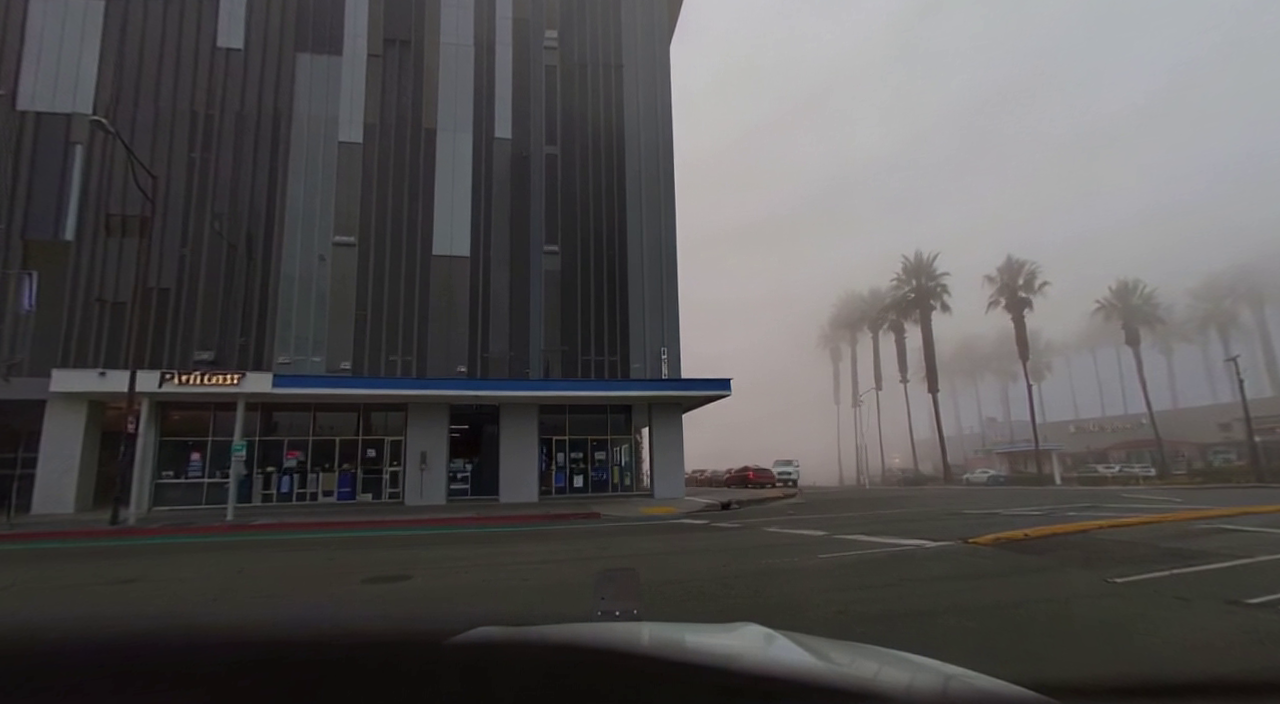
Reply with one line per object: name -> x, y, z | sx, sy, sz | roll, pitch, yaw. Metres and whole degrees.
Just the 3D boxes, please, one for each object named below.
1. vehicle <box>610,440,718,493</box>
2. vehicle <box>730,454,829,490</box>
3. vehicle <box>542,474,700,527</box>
vehicle -> 1.361, 6.505, 35.873 | 5.524, 2.504, 2.196 | 8, -7, -22
vehicle -> 10.301, 8.760, 46.377 | 7.026, 2.329, 2.545 | 5, -7, -25
vehicle -> -0.566, 4.689, 20.291 | 4.782, 1.371, 1.763 | 4, -10, -27
